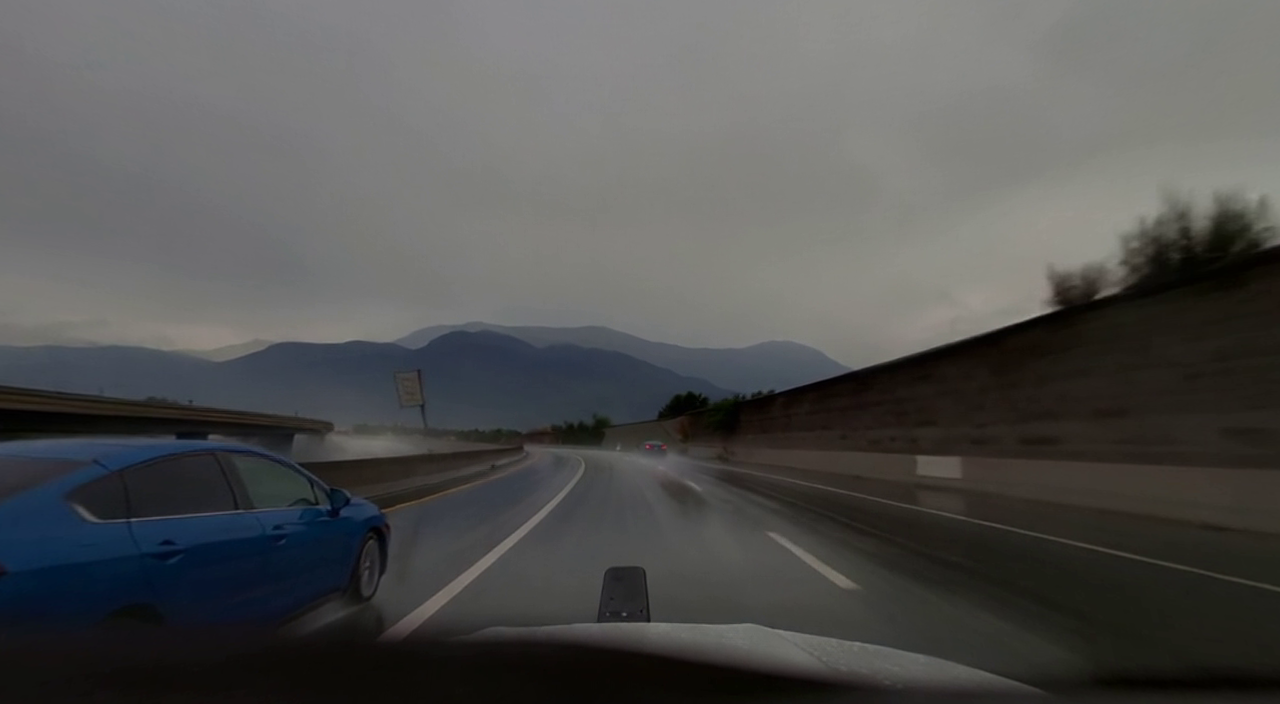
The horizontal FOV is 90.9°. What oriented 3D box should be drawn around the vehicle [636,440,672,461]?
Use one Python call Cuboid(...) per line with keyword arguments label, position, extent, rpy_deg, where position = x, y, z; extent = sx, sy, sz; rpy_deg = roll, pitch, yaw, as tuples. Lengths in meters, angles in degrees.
Cuboid(label="vehicle", position=(0.998, 7.416, 47.425), extent=(1.985, 1.440, 4.466), rpy_deg=(1, -9, -9))
